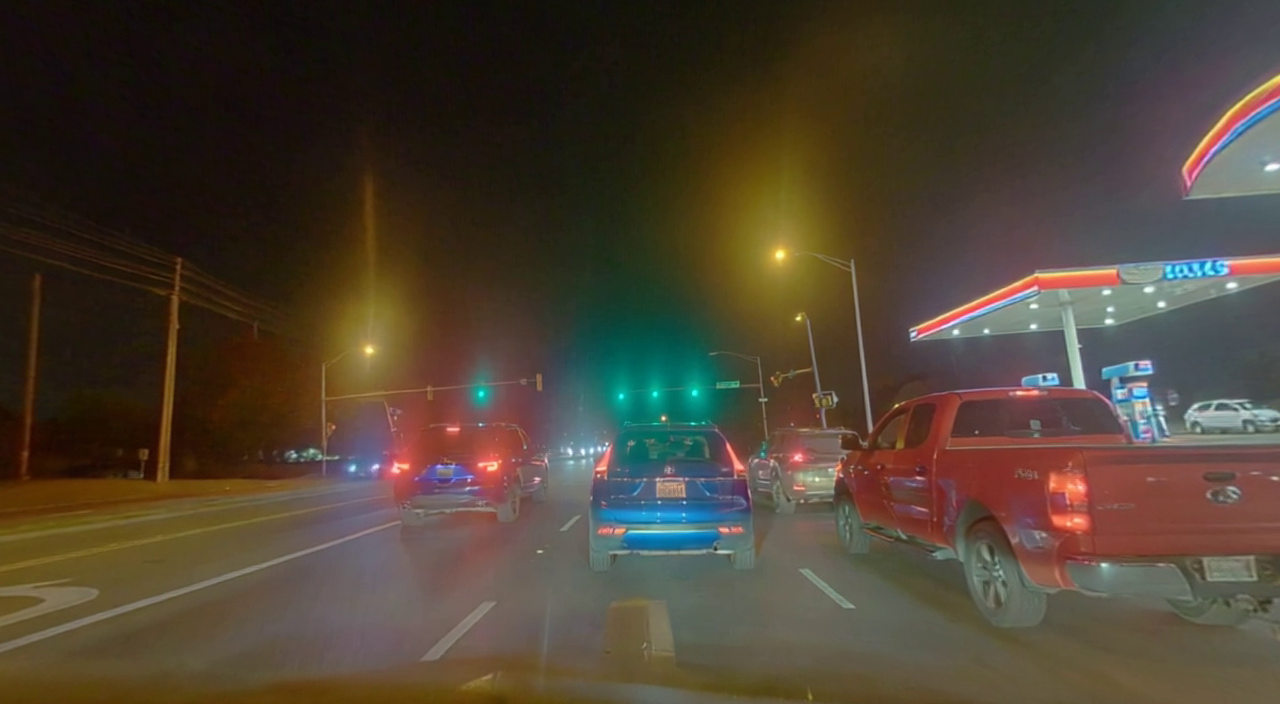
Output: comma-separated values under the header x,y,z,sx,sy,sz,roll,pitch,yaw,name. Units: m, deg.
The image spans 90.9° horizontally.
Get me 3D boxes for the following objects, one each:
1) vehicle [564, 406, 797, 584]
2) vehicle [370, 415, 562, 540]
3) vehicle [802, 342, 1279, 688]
x,y,z,sx,sy,sz,roll,pitch,yaw,name
0.368,1.645,8.021,2.181,1.650,4.083,0,-8,0,vehicle
-2.711,2.076,11.037,2.019,1.731,4.299,0,-8,1,vehicle
3.414,1.262,6.150,2.161,1.868,5.321,0,-8,-1,vehicle
